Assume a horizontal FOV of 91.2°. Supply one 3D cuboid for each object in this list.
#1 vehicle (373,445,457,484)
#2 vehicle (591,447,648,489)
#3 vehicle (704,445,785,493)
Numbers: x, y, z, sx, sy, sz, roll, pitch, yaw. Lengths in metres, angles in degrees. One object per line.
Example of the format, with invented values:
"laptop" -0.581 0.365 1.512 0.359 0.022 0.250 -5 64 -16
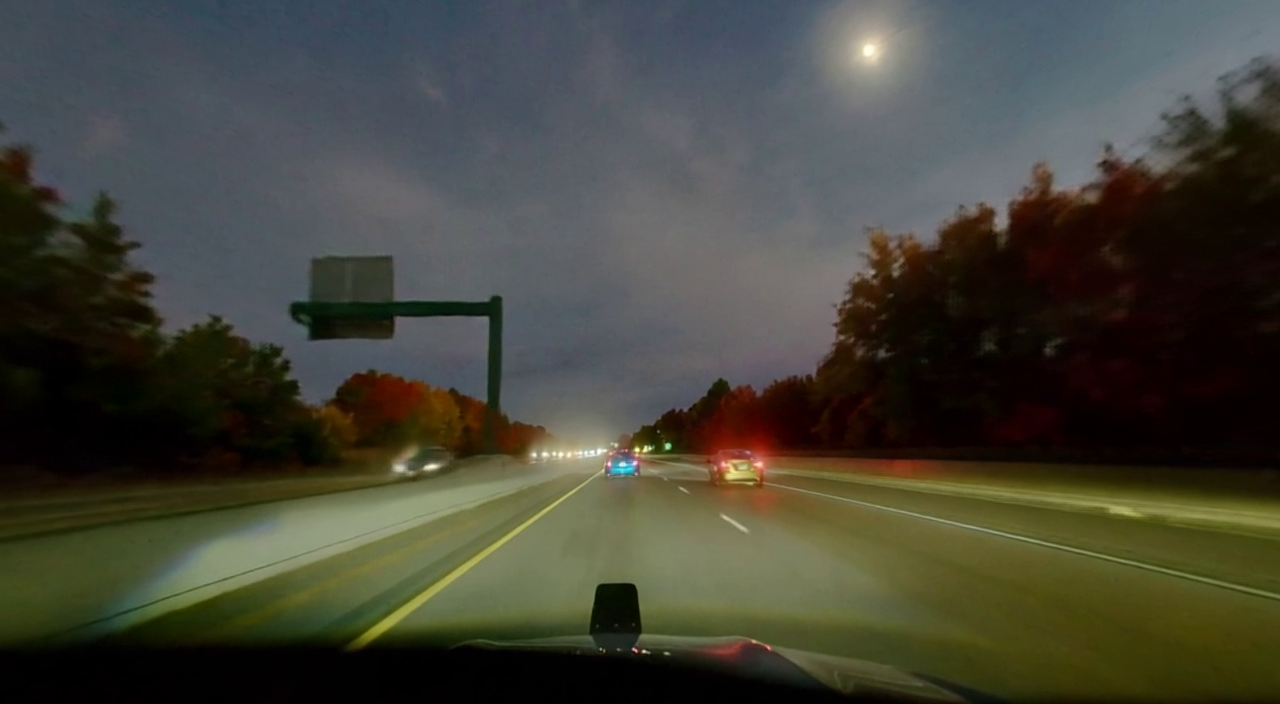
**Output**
"vehicle" -9.470 4.766 26.806 1.978 1.510 4.472 0 -9 -1
"vehicle" -0.788 4.686 25.594 2.128 1.516 4.410 0 -9 0
"vehicle" 3.773 4.323 23.437 2.300 1.595 4.144 -1 -9 0
